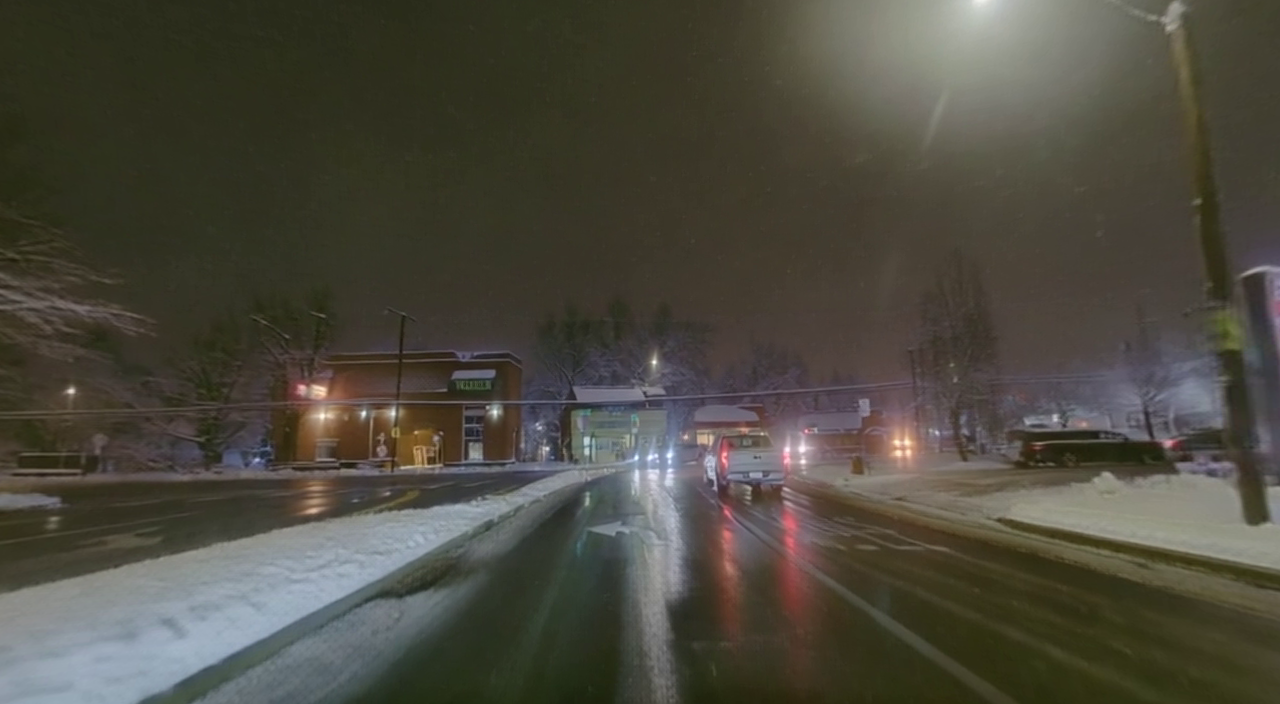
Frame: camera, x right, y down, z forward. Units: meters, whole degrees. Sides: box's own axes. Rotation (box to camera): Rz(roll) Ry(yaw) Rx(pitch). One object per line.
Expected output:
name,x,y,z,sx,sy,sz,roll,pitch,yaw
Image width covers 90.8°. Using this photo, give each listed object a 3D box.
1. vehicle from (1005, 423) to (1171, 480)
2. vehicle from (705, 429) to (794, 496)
vehicle,17.593,3.913,25.072,4.765,1.678,2.228,-5,-3,7
vehicle,3.514,3.673,21.477,2.402,1.922,5.677,-1,-8,4
